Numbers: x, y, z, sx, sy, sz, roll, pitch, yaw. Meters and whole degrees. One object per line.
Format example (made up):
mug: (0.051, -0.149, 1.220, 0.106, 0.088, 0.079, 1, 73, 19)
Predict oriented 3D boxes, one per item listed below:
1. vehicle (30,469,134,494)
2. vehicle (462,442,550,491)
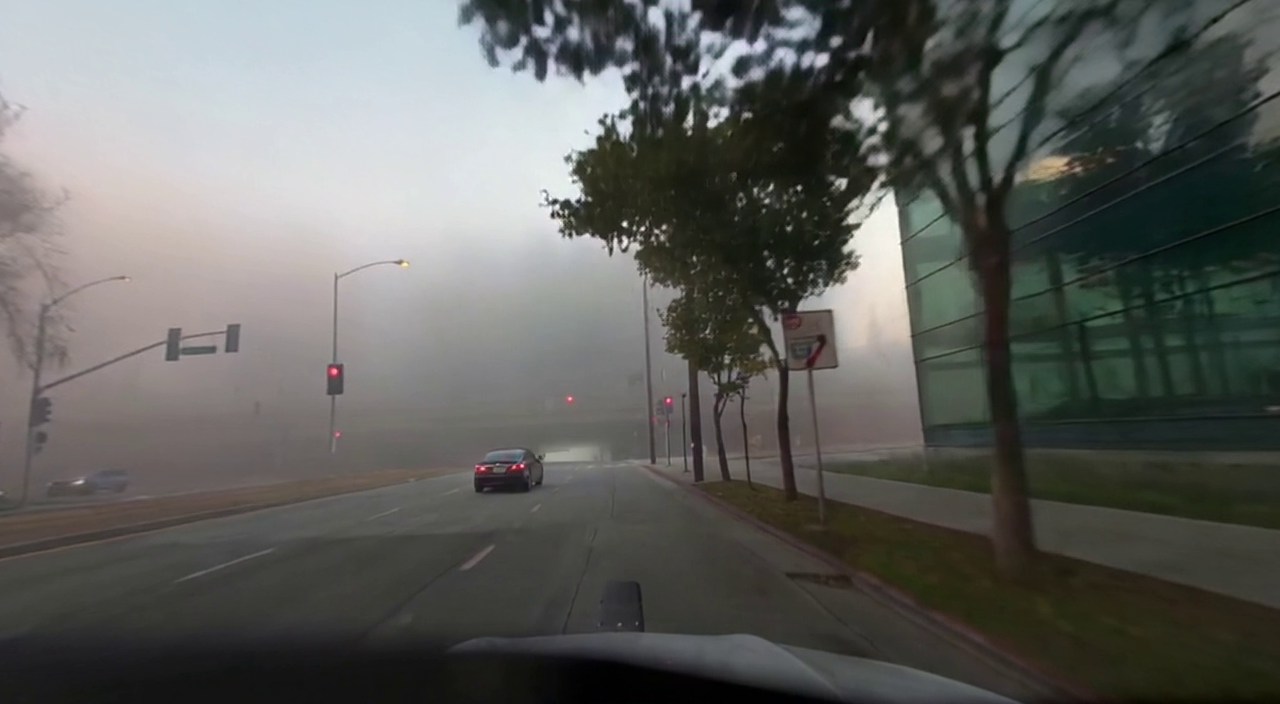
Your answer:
vehicle: (-37.102, 8.623, 42.156, 4.708, 1.466, 2.085, 1, -9, -9)
vehicle: (-4.457, 3.867, 21.761, 2.154, 1.465, 4.532, -1, -8, -2)
